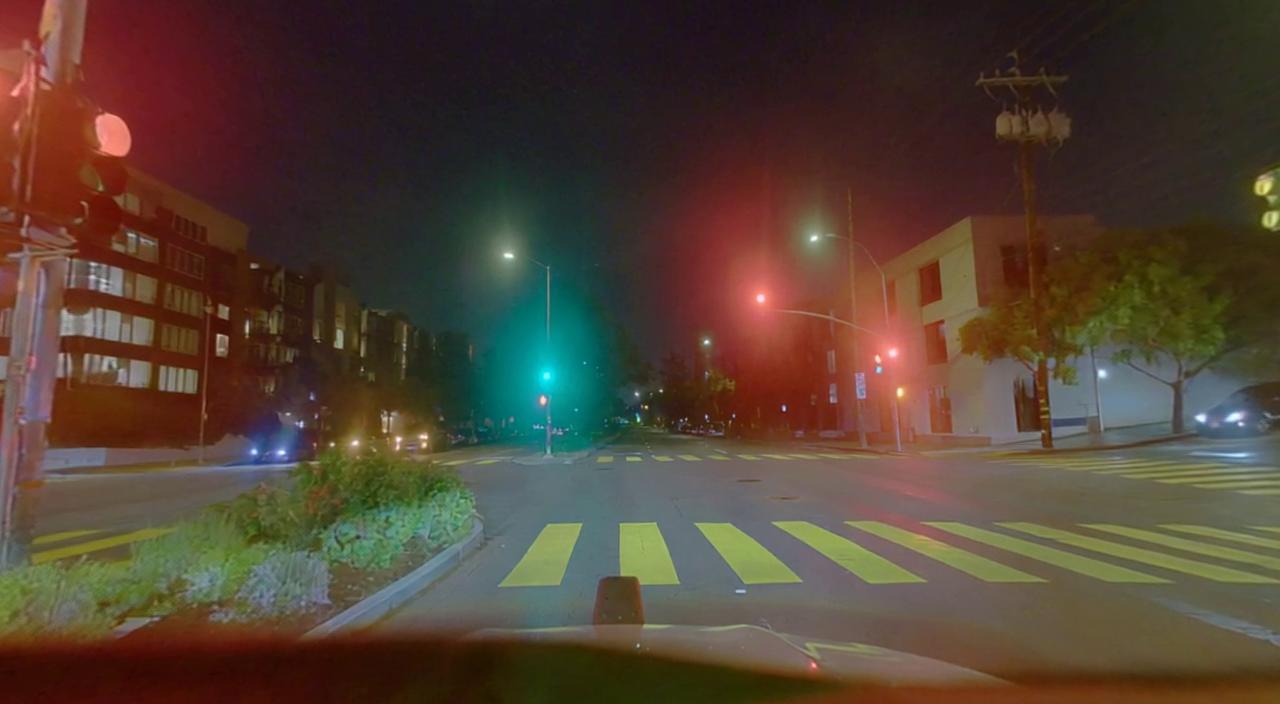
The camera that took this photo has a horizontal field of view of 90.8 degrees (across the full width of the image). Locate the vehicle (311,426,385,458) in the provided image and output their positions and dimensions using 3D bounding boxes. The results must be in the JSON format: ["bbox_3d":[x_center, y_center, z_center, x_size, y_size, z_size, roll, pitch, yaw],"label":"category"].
[{"bbox_3d":[-18.259,5.677,39.846,2.225,1.871,5.189,0,-8,0],"label":"vehicle"}]

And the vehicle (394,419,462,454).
[{"bbox_3d":[-11.793,4.770,35.515,2.118,1.809,4.591,0,-8,1],"label":"vehicle"}]

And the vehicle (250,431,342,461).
[{"bbox_3d":[-18.058,4.973,33.515,1.939,1.430,5.533,0,-8,-2],"label":"vehicle"}]

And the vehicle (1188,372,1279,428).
[{"bbox_3d":[22.363,1.618,22.231,4.531,1.753,1.964,-2,-2,-5],"label":"vehicle"}]
